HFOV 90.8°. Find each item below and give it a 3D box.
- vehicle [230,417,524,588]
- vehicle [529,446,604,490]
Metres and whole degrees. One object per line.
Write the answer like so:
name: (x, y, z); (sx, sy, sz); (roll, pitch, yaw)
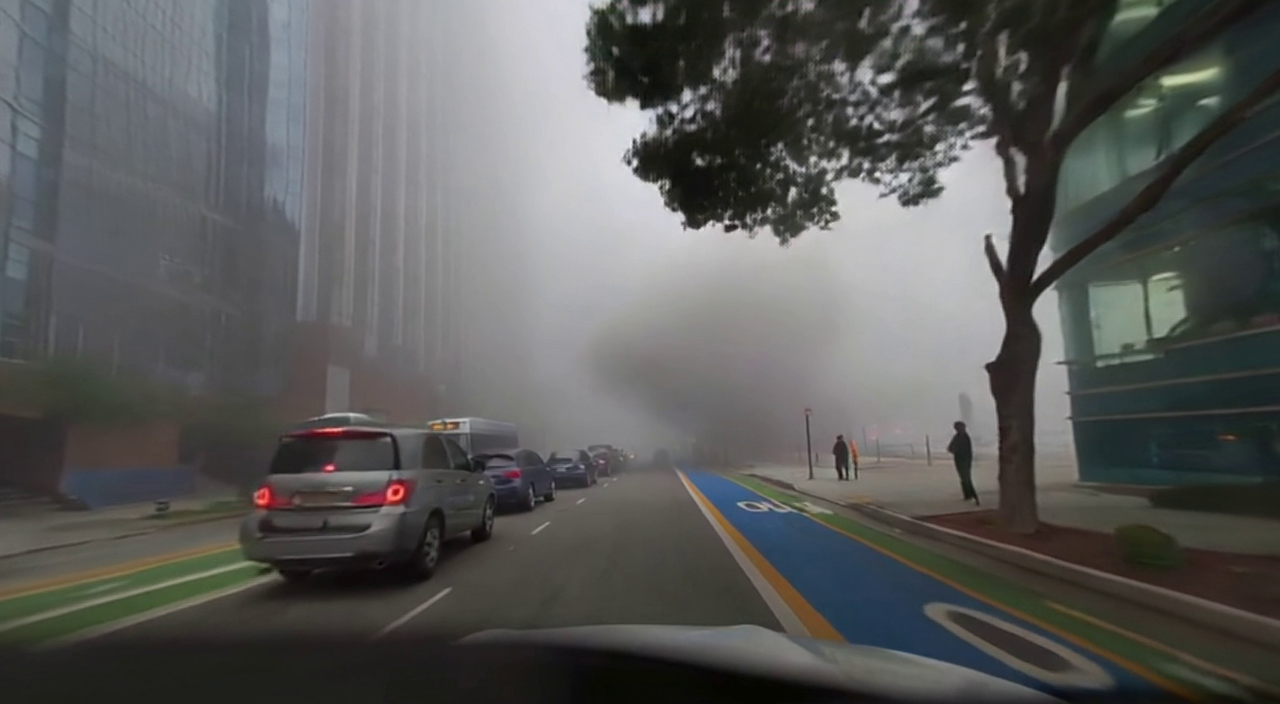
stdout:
vehicle: (-3.309, 1.983, 9.239); (2.225, 1.848, 4.472); (0, -8, 2)
vehicle: (-2.870, 4.657, 25.854); (2.266, 1.621, 4.783); (-1, -8, 3)
